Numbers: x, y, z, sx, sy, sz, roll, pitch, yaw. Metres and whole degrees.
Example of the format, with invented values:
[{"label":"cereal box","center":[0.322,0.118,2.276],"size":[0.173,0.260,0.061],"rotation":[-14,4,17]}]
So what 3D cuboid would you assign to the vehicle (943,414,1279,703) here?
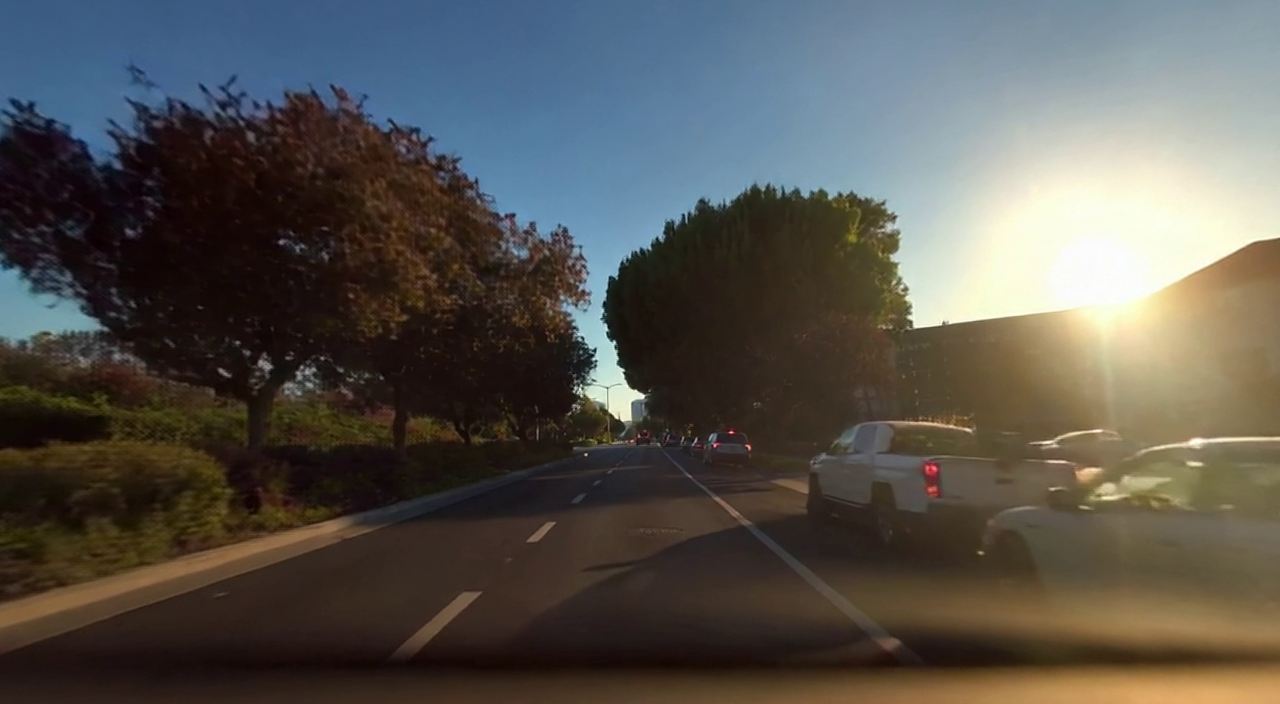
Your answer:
[{"label":"vehicle","center":[3.607,1.035,2.886],"size":[2.068,1.461,4.653],"rotation":[0,-8,-1]}]

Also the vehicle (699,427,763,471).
[{"label":"vehicle","center":[4.160,4.538,29.681],"size":[2.226,1.889,4.543],"rotation":[0,-8,-1]}]
